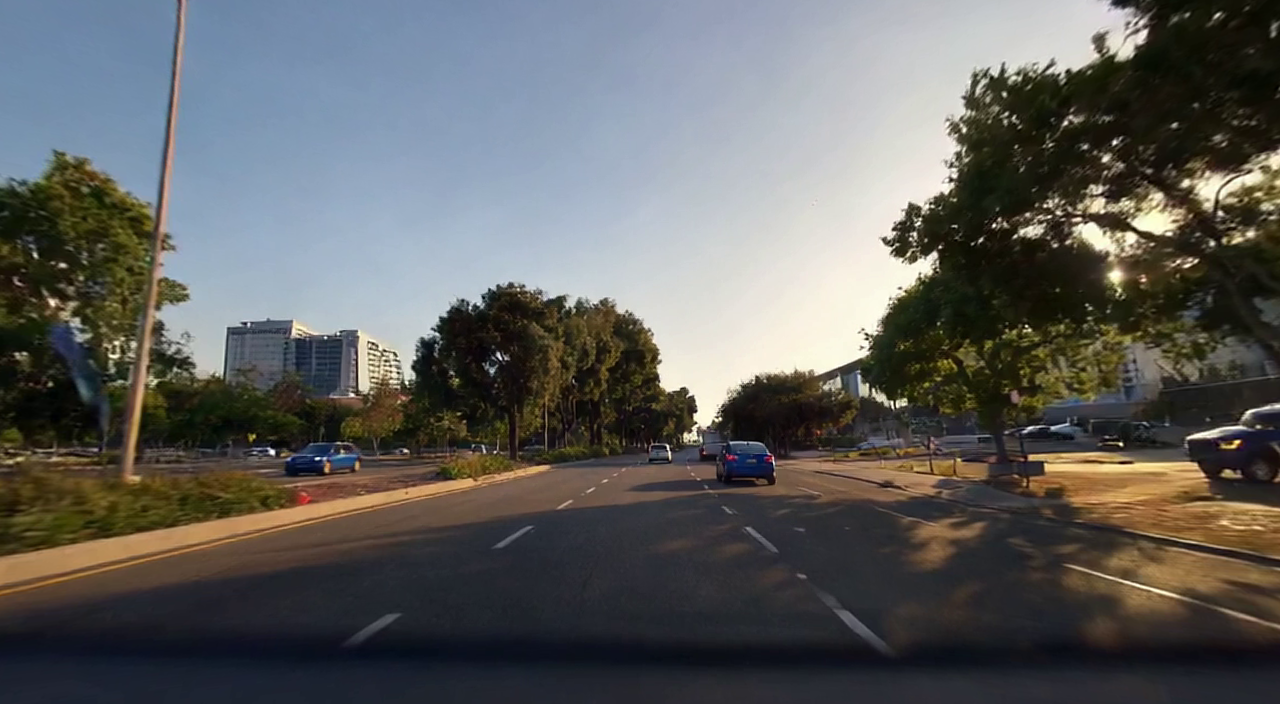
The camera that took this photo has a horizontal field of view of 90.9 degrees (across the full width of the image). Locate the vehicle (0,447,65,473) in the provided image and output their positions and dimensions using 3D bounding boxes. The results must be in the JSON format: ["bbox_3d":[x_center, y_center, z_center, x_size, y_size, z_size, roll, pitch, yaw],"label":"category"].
[{"bbox_3d":[-42.921,7.361,43.132,4.598,1.712,2.298,1,-8,-9],"label":"vehicle"}]

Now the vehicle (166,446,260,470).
[{"bbox_3d":[-27.002,6.720,39.976,4.456,1.428,1.950,1,-8,-5],"label":"vehicle"}]

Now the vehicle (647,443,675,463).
[{"bbox_3d":[1.682,7.822,48.979,2.059,1.477,3.988,-1,-8,4],"label":"vehicle"}]

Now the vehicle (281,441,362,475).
[{"bbox_3d":[-14.631,4.877,29.227,1.809,1.434,3.952,0,-8,-2],"label":"vehicle"}]

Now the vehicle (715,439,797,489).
[{"bbox_3d":[3.825,3.769,21.630,1.981,1.499,4.536,0,-8,1],"label":"vehicle"}]

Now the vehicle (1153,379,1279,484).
[{"bbox_3d":[21.064,2.543,20.103,2.713,3.202,6.843,1,-9,-12],"label":"vehicle"}]
